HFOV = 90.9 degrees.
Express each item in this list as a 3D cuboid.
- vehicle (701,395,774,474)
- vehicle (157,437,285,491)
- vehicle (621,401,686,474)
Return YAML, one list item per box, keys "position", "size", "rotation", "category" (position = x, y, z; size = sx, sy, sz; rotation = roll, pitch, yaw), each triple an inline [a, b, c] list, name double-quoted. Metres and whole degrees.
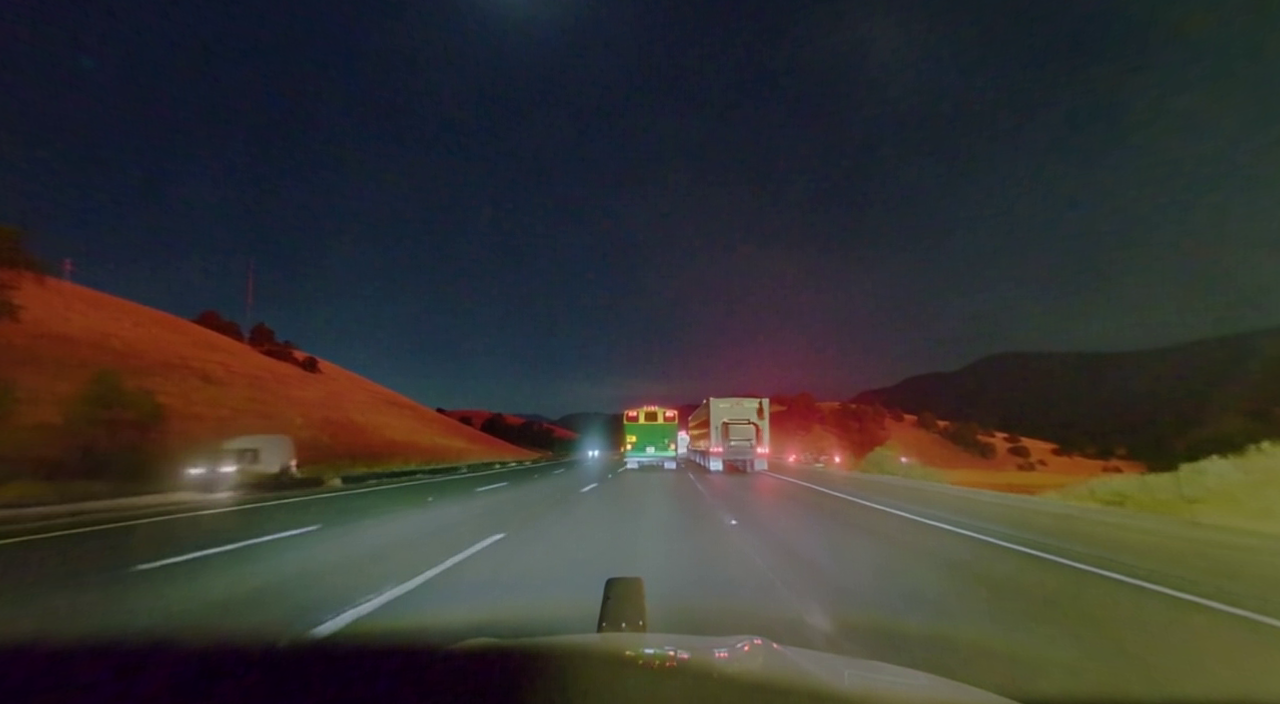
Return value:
- position: [4.898, 4.364, 33.113]
  size: [2.716, 3.705, 7.018]
  rotation: [0, -8, 0]
  category: "vehicle"
- position: [-21.045, 5.626, 32.115]
  size: [2.252, 2.460, 5.895]
  rotation: [0, -8, 2]
  category: "vehicle"
- position: [0.810, 4.605, 33.682]
  size: [2.948, 3.265, 10.569]
  rotation: [0, -8, 2]
  category: "vehicle"
